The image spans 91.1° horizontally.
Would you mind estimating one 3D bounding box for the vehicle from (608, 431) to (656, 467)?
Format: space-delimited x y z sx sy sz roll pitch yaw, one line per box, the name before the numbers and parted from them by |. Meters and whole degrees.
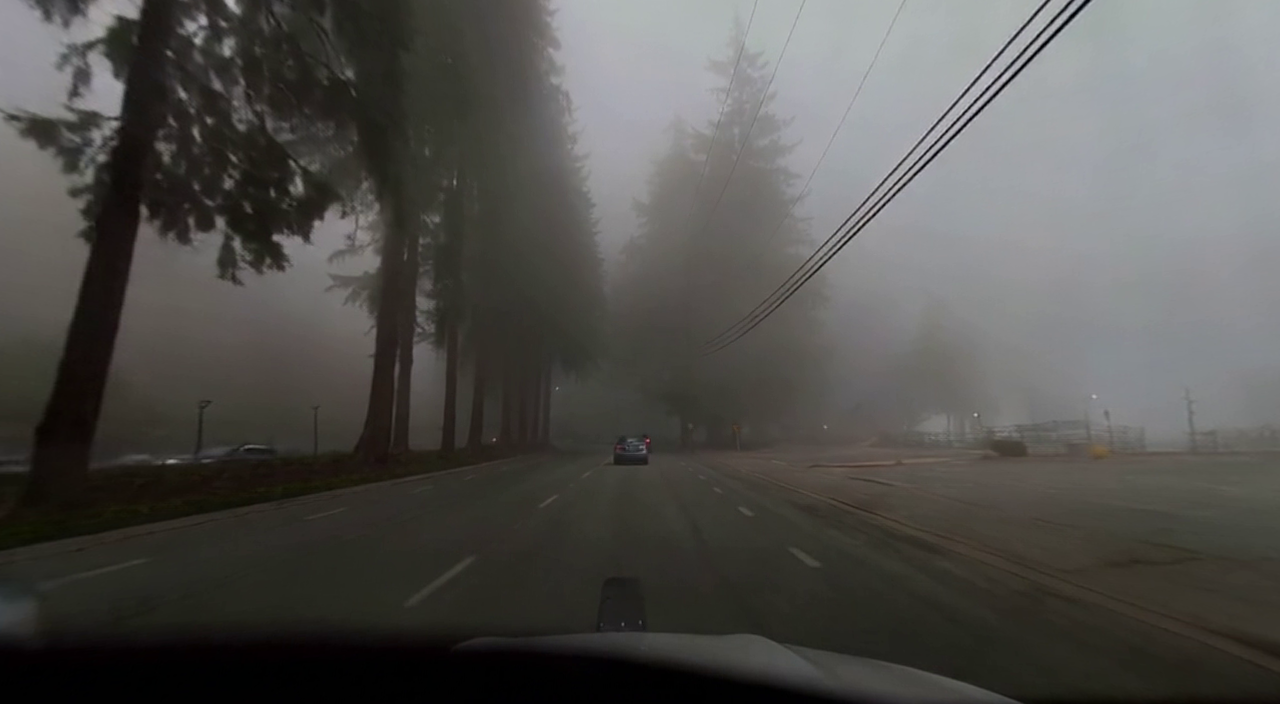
vehicle | -0.335 4.266 27.817 1.991 1.463 3.988 0 -8 0
